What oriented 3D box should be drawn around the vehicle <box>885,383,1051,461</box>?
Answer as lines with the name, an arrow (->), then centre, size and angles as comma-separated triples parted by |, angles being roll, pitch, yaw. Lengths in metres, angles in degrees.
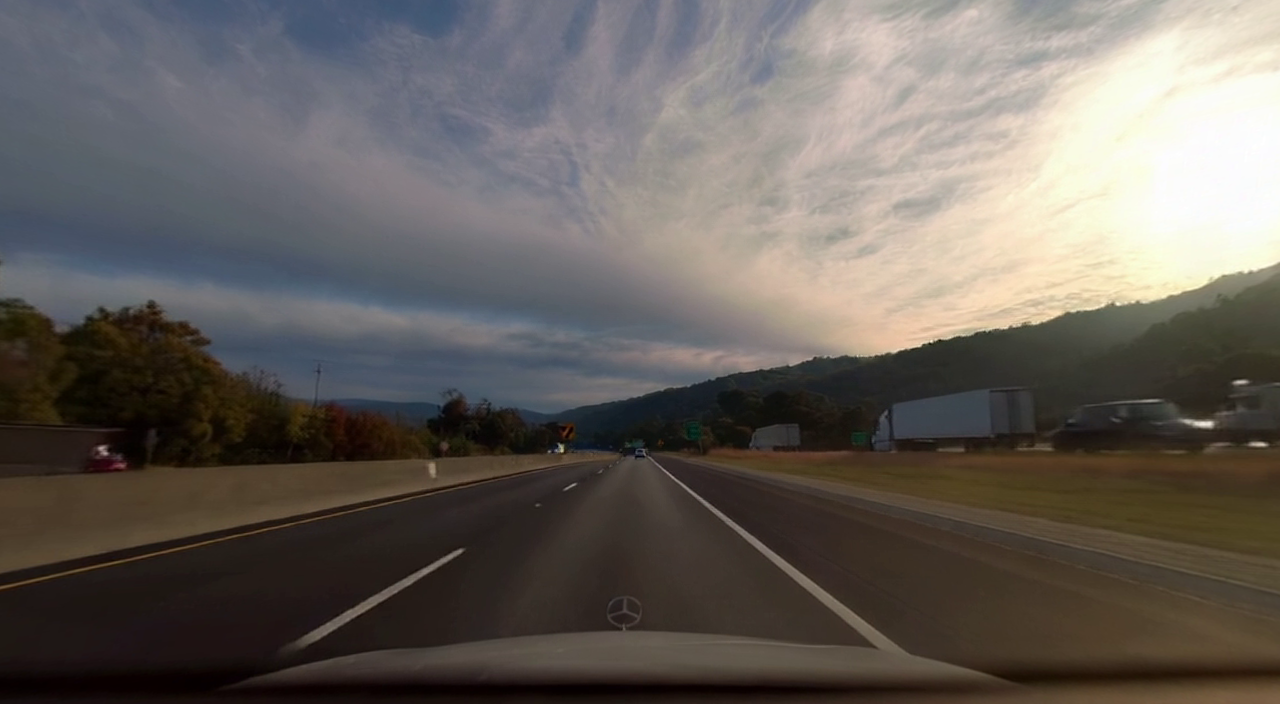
vehicle -> 20.672, 5.069, 41.657 | 2.861, 4.047, 15.002 | -3, -10, 0

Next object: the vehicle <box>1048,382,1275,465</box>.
vehicle -> 20.655, 3.062, 25.793 | 2.558, 2.886, 7.552 | 0, -9, -2
